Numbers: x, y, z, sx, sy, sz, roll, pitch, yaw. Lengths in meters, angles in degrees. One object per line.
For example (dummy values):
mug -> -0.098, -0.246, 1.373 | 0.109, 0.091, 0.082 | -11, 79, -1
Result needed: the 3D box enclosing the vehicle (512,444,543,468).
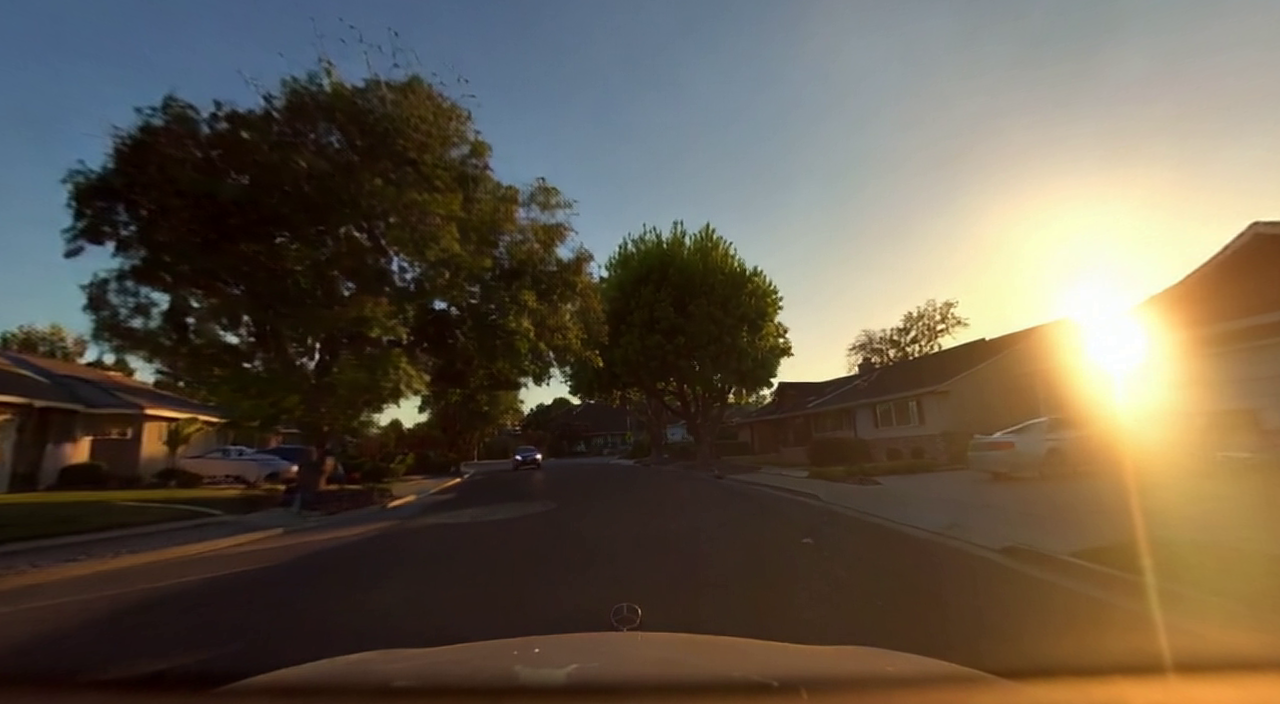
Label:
vehicle -> -8.774, 8.085, 49.440 | 2.217, 1.751, 4.763 | 1, -9, -8
